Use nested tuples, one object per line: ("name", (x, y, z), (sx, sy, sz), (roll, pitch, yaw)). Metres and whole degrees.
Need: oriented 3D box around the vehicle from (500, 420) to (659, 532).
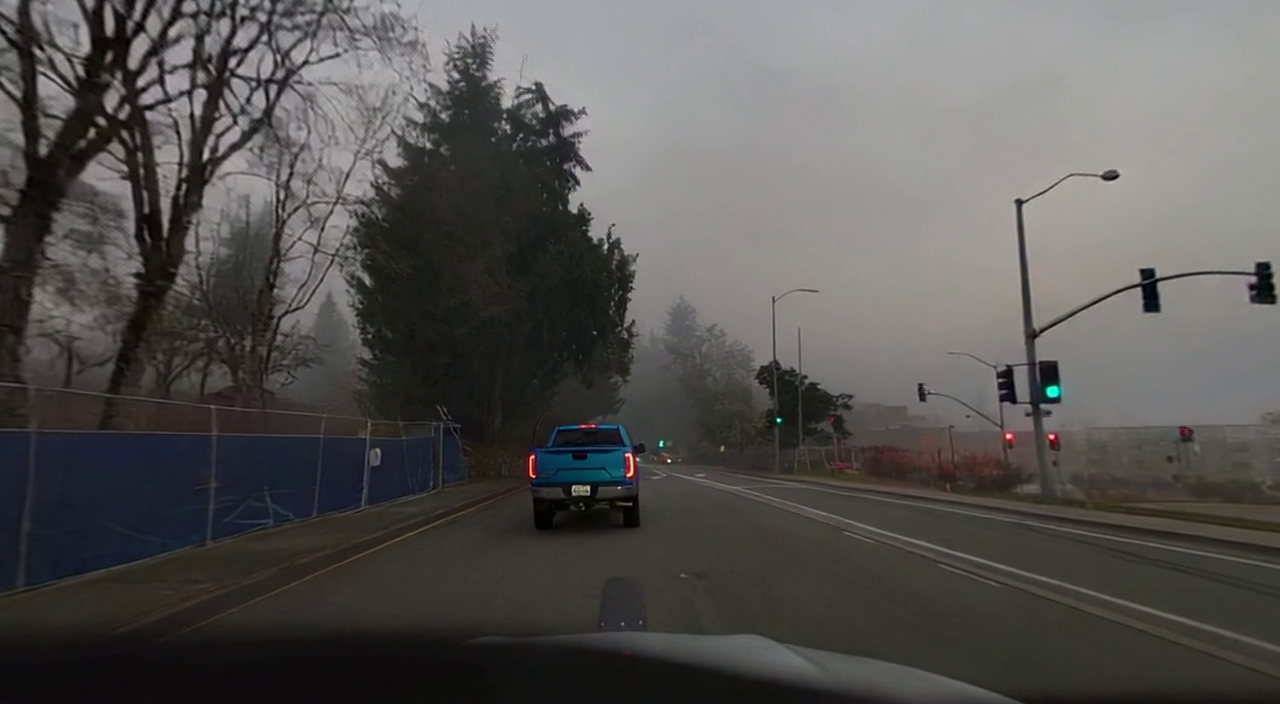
("vehicle", (-0.933, 2.302, 12.431), (2.436, 1.698, 5.322), (0, -8, 0))
